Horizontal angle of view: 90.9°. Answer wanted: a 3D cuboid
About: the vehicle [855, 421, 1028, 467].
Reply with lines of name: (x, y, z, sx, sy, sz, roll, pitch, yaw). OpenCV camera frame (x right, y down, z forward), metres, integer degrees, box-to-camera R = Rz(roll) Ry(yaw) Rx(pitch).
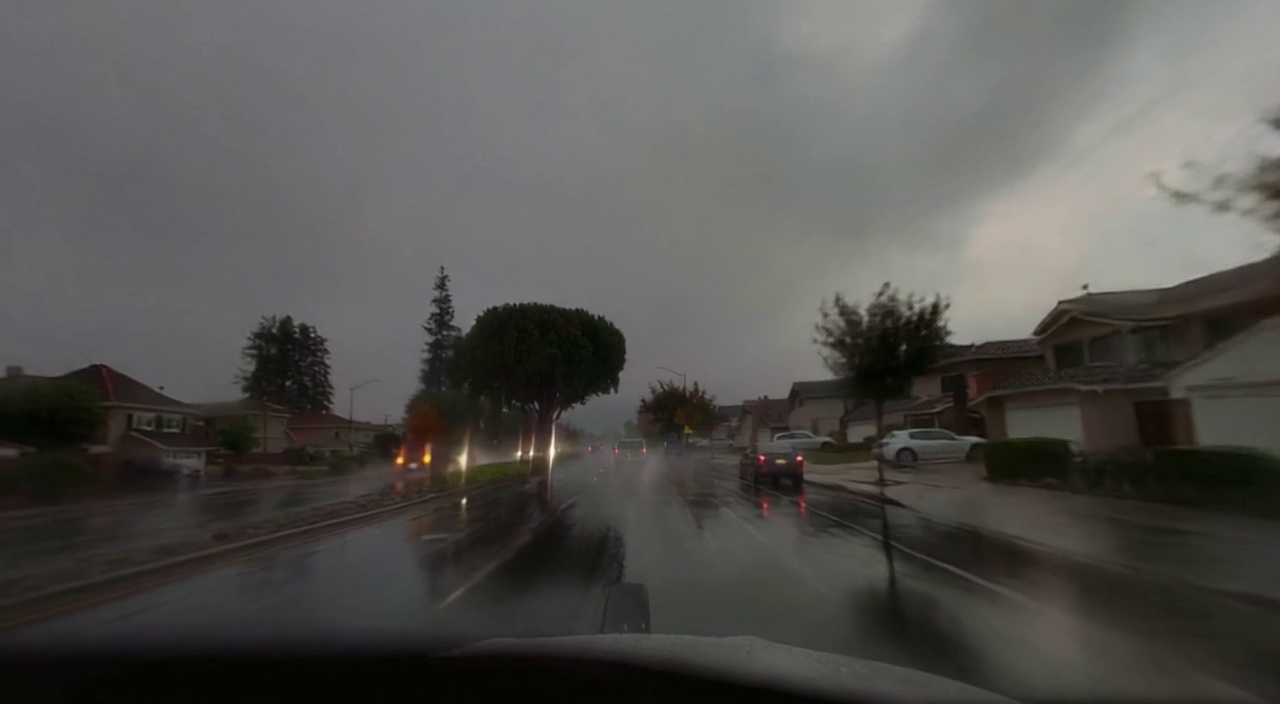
vehicle: (11.607, 3.596, 24.571, 5.538, 1.703, 2.286, 0, -9, 0)

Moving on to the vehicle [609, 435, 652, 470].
vehicle: (-0.484, 5.108, 32.132, 2.024, 1.655, 4.301, 0, -8, -1)

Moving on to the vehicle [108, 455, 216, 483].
vehicle: (-27.414, 6.702, 36.247, 4.644, 1.541, 1.873, 0, -8, -2)

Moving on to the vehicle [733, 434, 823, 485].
vehicle: (4.522, 3.600, 21.414, 2.020, 1.518, 4.255, 0, -8, -1)

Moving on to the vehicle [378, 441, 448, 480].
vehicle: (-11.487, 5.483, 32.235, 1.948, 1.725, 4.443, -3, -8, 0)
